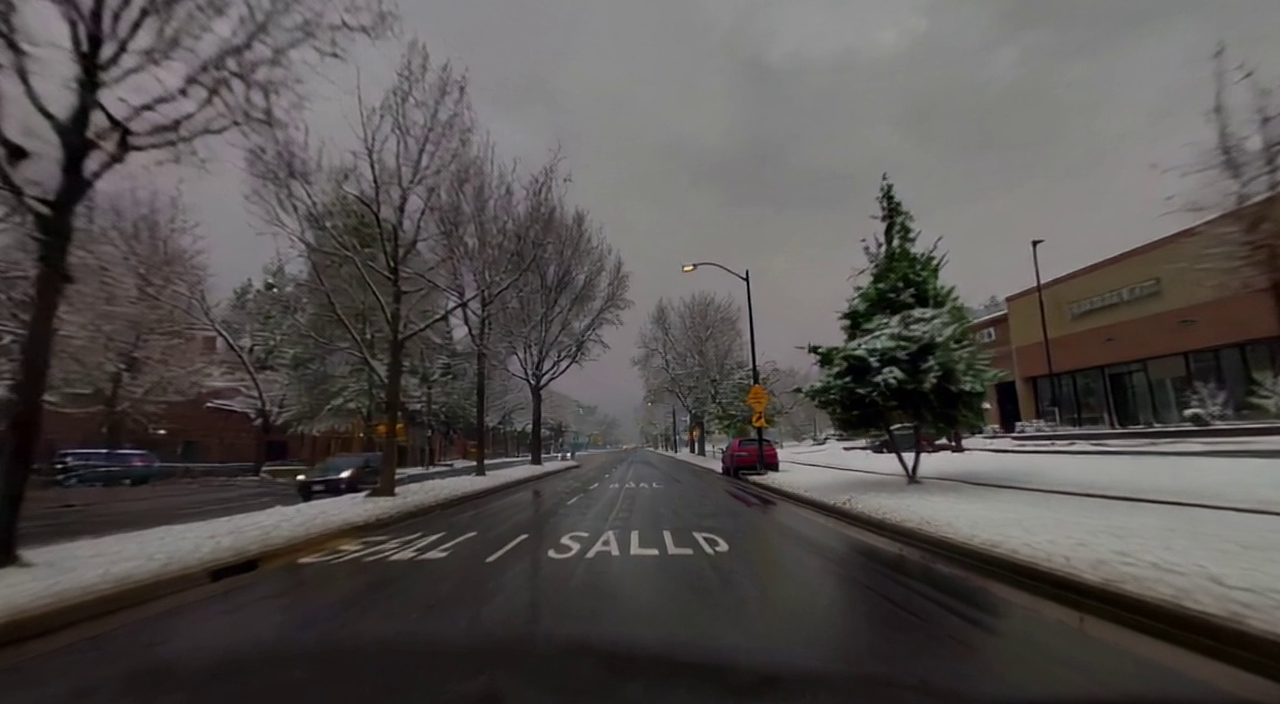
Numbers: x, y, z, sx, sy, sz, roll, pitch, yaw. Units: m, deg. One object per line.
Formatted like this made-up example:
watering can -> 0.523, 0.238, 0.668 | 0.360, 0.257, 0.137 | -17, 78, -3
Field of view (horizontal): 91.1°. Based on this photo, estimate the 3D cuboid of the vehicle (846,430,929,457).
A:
vehicle -> 15.922, 5.933, 40.565 | 4.474, 1.698, 2.088 | 0, -9, 0

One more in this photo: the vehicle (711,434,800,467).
vehicle -> 7.379, 6.355, 40.585 | 5.336, 2.006, 2.022 | 0, -9, 0

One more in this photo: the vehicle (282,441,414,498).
vehicle -> -10.520, 4.255, 23.245 | 2.196, 1.829, 5.389 | 0, -9, 1

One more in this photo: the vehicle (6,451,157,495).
vehicle -> -26.918, 5.815, 30.418 | 5.144, 1.980, 2.262 | 0, -9, 2
